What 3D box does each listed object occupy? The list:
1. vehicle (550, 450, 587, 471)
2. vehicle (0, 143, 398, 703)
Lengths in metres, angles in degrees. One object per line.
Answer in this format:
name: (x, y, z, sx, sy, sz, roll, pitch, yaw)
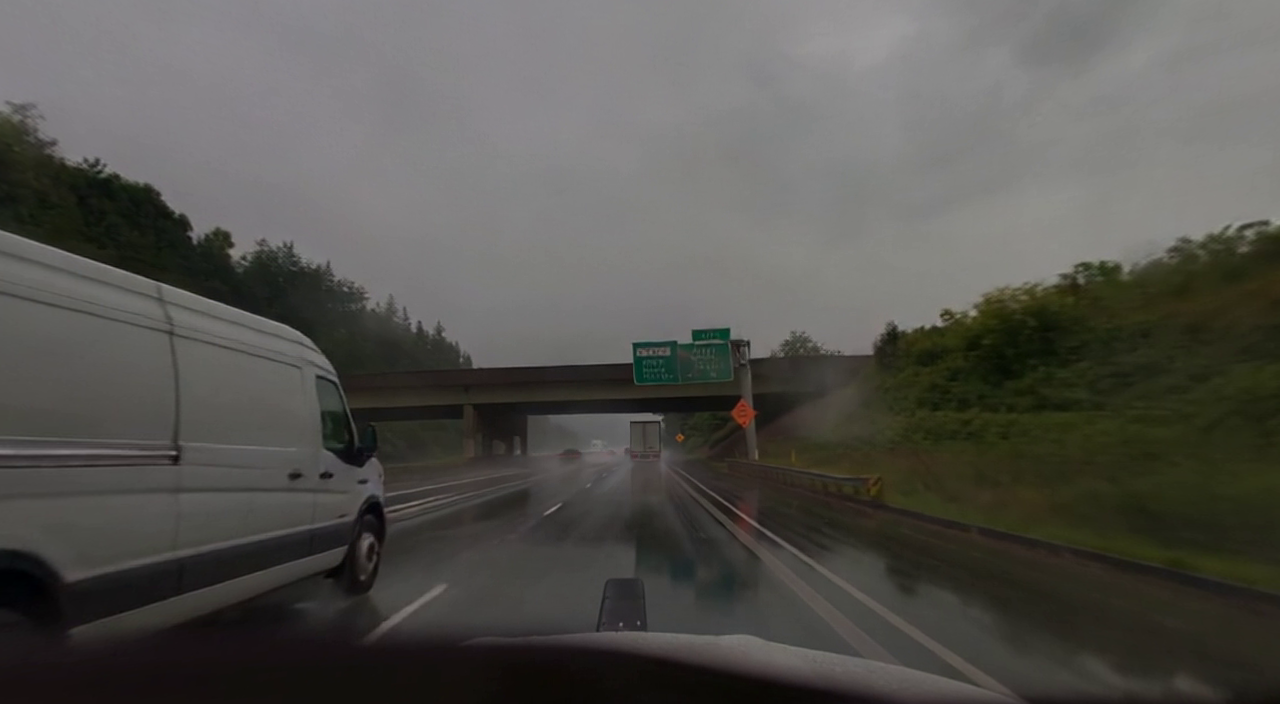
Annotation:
vehicle: (-5.189, 7.956, 46.477, 1.953, 1.452, 4.711, -1, -9, 3)
vehicle: (-3.914, 0.683, 3.810, 2.504, 2.694, 5.934, 0, -9, 0)
